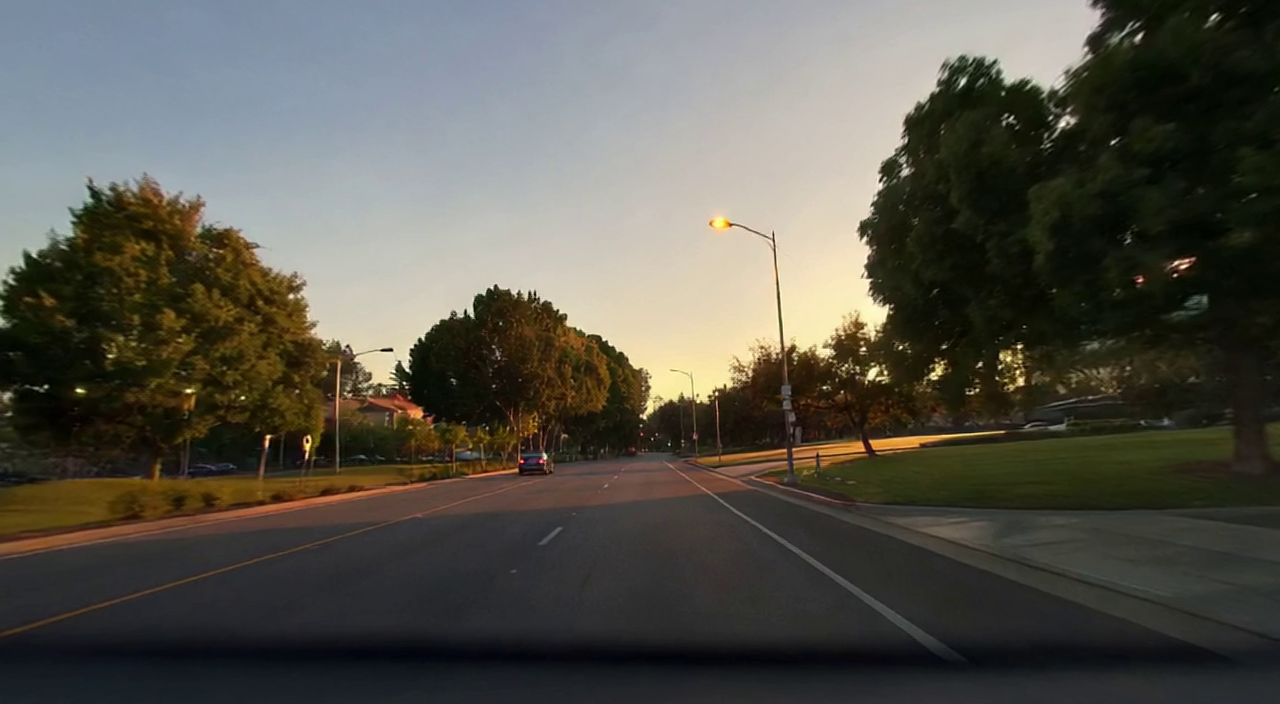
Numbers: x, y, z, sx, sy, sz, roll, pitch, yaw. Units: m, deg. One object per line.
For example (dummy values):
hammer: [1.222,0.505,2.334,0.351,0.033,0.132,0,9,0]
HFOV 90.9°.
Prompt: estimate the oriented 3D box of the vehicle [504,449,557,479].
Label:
vehicle: [-5.882,6.074,34.385,1.945,1.461,4.605,-1,-8,2]
